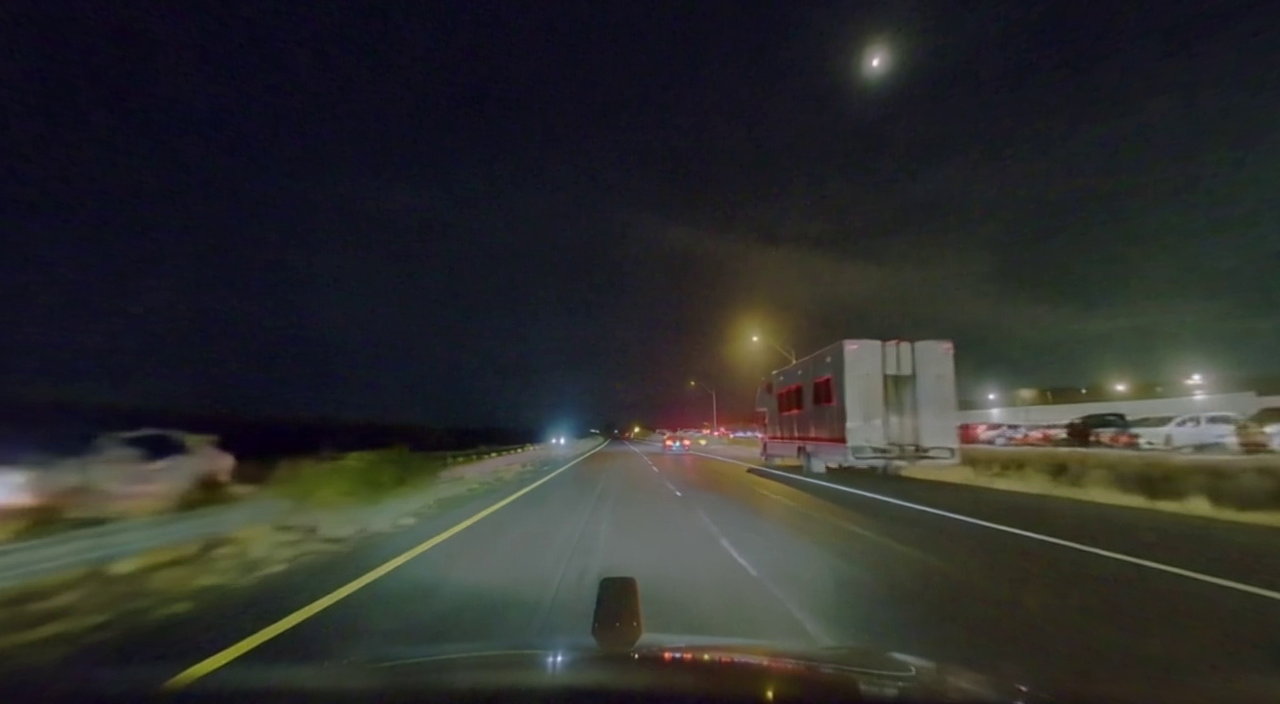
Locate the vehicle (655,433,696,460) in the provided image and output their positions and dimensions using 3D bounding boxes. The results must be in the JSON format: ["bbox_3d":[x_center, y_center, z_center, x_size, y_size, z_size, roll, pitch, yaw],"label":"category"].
[{"bbox_3d":[1.993,5.449,36.477,2.037,1.504,4.248,0,-8,-2],"label":"vehicle"}]

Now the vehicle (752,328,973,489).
[{"bbox_3d":[6.884,2.348,23.052,2.937,4.119,14.096,0,-8,0],"label":"vehicle"}]
